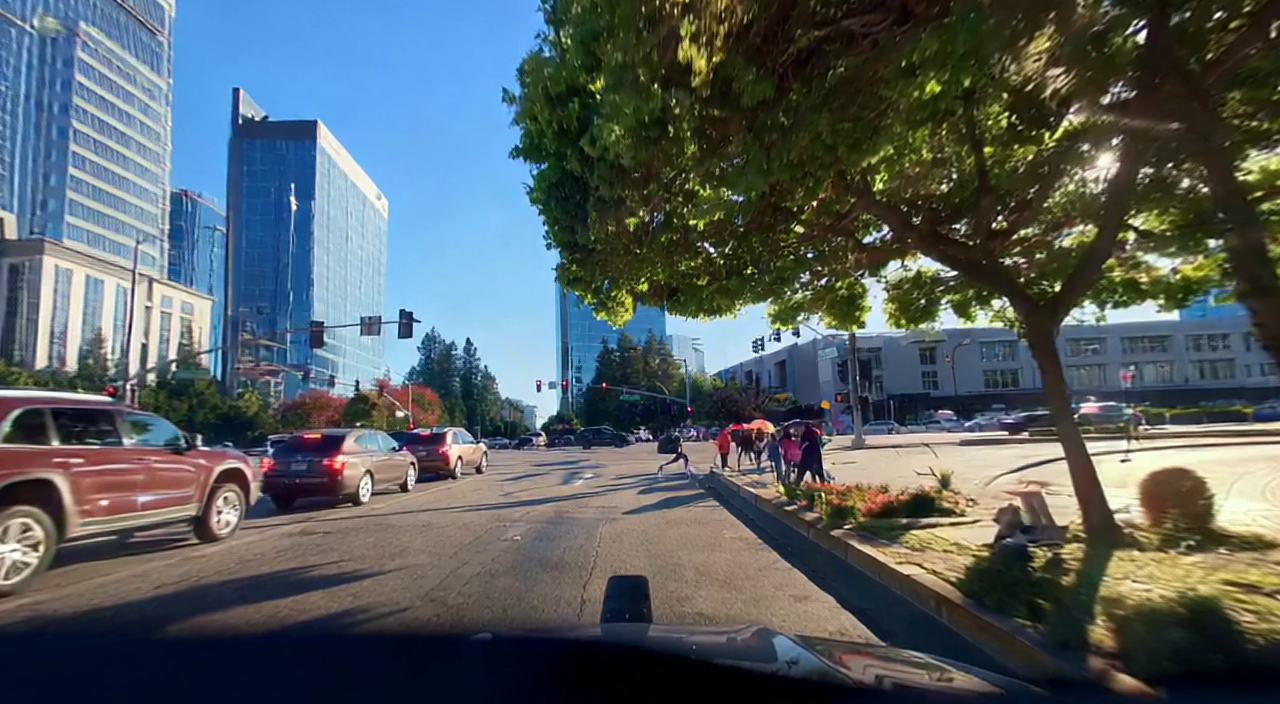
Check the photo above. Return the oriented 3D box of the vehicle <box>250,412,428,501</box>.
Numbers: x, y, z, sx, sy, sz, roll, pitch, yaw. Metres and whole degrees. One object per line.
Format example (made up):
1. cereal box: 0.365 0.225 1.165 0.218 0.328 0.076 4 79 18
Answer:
1. vehicle: -6.700 2.388 14.684 1.967 1.741 4.385 0 -9 0

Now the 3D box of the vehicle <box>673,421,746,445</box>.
1. vehicle: 4.736 5.545 42.996 4.836 1.508 1.875 -1 -9 6

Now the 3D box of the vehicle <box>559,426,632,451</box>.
1. vehicle: -2.783 5.524 40.007 4.429 1.489 1.773 -1 -9 6

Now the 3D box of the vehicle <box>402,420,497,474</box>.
1. vehicle: -6.456 3.302 21.943 1.785 1.678 4.729 0 -9 1

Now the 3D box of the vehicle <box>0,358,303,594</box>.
1. vehicle: -6.555 1.332 7.177 2.381 1.961 5.407 0 -9 0

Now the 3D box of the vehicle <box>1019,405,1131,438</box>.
1. vehicle: 23.360 3.769 34.022 4.476 1.635 1.941 -1 -9 5
